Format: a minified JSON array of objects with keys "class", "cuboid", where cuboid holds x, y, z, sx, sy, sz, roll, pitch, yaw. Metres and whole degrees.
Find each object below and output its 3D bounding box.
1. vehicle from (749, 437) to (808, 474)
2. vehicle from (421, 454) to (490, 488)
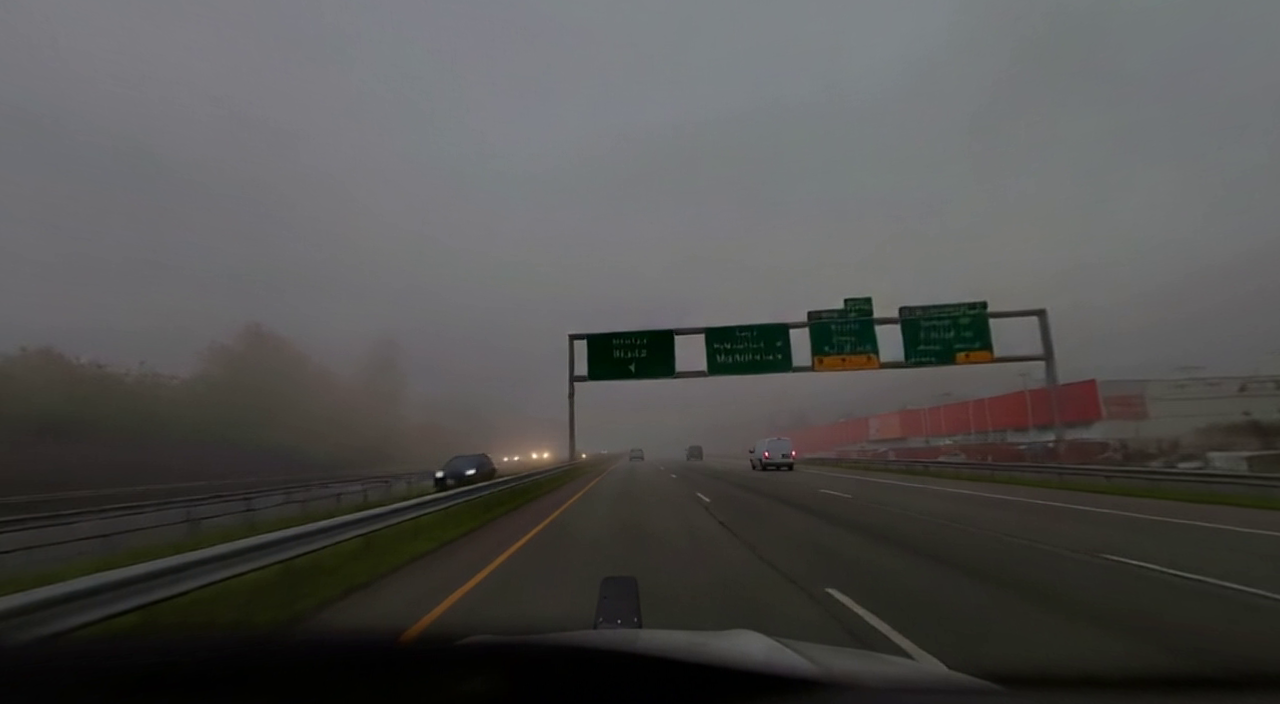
[{"class":"vehicle","cuboid":[7.750,5.866,35.716,2.156,1.943,5.010,0,-9,-1]},{"class":"vehicle","cuboid":[-8.565,5.537,29.639,2.081,1.430,4.107,0,-9,-1]}]
